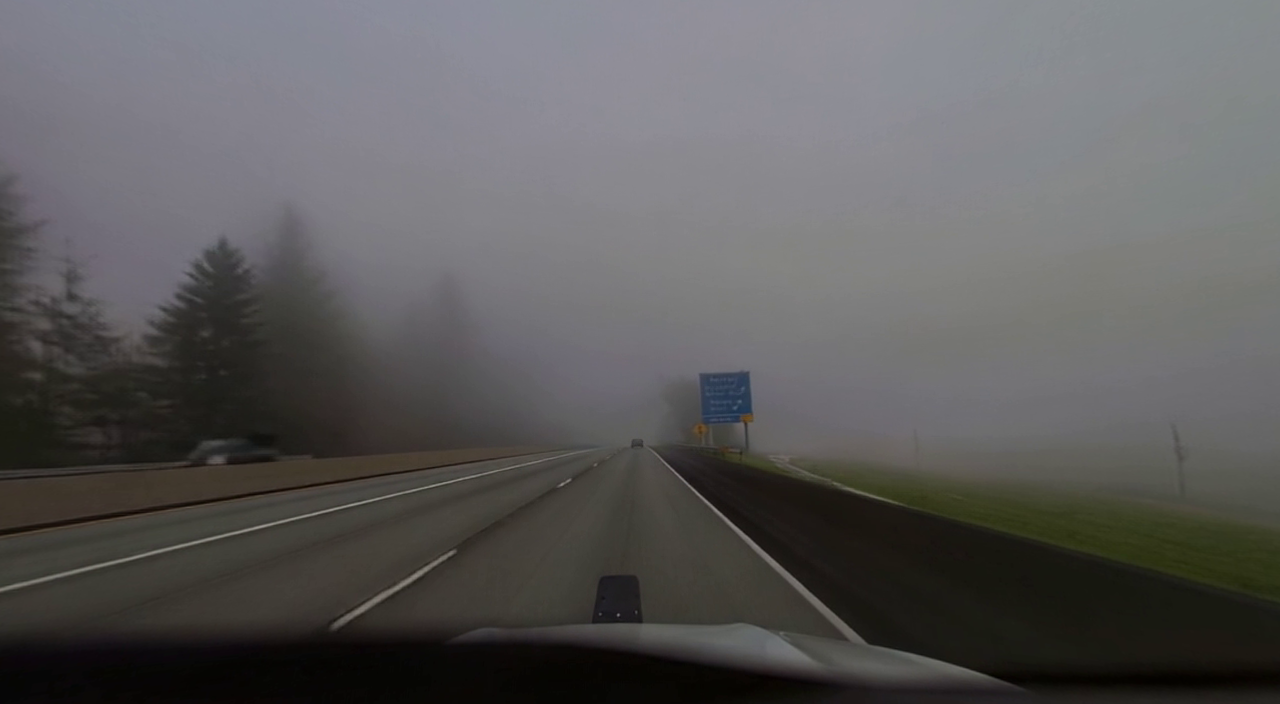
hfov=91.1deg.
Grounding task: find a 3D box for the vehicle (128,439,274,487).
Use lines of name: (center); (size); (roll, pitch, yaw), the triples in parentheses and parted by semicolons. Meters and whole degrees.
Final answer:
vehicle: (-14.710, 3.695, 21.407); (1.994, 1.455, 4.162); (0, -8, -1)
